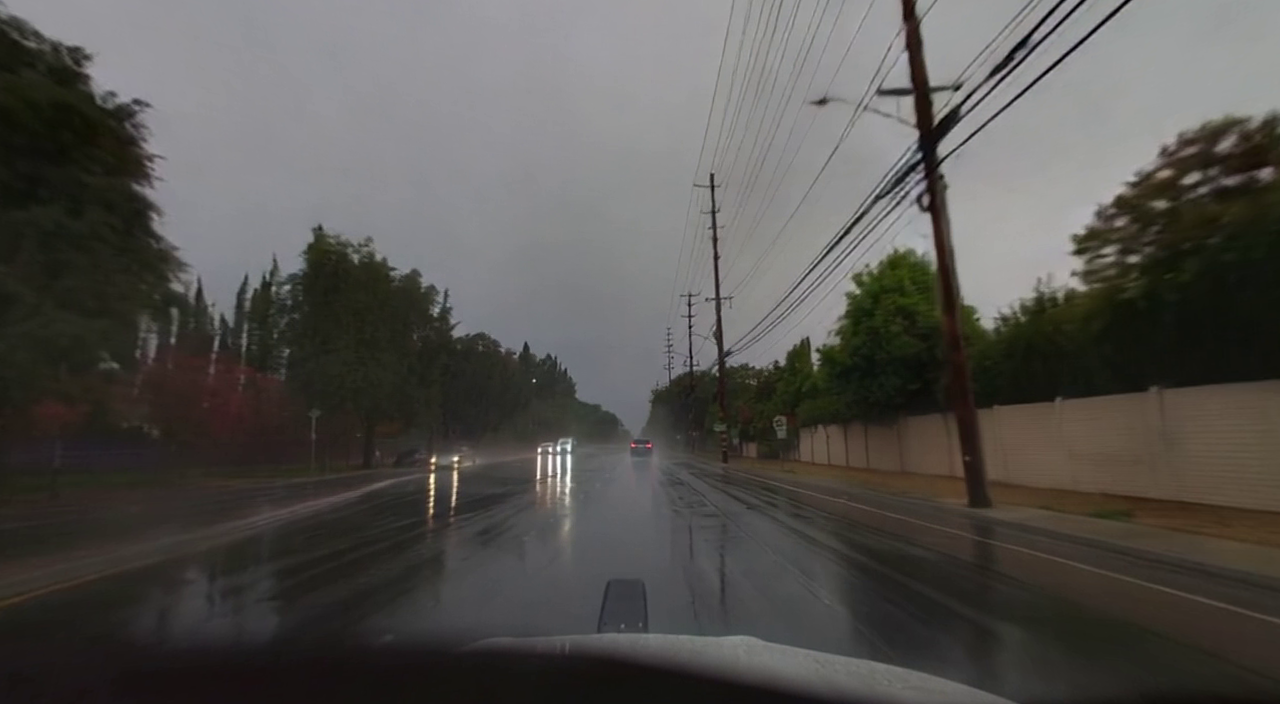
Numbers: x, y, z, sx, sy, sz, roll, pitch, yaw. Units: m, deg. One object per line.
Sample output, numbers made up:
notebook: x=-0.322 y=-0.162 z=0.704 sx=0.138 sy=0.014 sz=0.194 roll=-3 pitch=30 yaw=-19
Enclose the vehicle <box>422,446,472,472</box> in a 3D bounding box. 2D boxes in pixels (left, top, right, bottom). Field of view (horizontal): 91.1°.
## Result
vehicle: x=-12.935 y=7.172 z=42.310 sx=1.904 sy=1.622 sz=4.348 roll=0 pitch=-8 yaw=2
